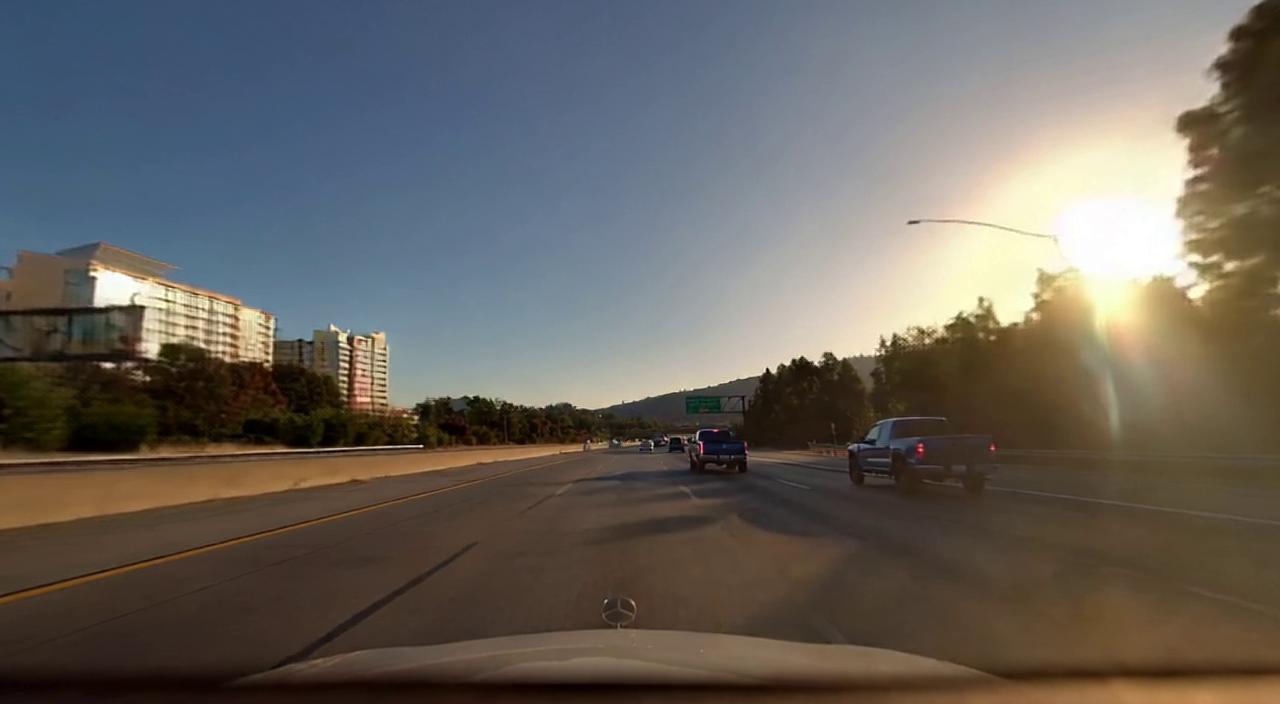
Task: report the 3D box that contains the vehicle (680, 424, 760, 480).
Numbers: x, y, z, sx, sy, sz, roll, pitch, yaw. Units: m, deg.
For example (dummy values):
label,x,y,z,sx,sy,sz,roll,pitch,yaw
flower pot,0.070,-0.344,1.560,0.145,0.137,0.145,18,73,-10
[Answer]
label,x,y,z,sx,sy,sz,roll,pitch,yaw
vehicle,3.070,4.011,25.480,2.462,1.984,4.718,0,-9,-2

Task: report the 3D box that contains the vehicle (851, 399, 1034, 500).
label,x,y,z,sx,sy,sz,roll,pitch,yaw
vehicle,7.766,2.606,17.071,2.158,2.268,5.396,0,-9,-1
